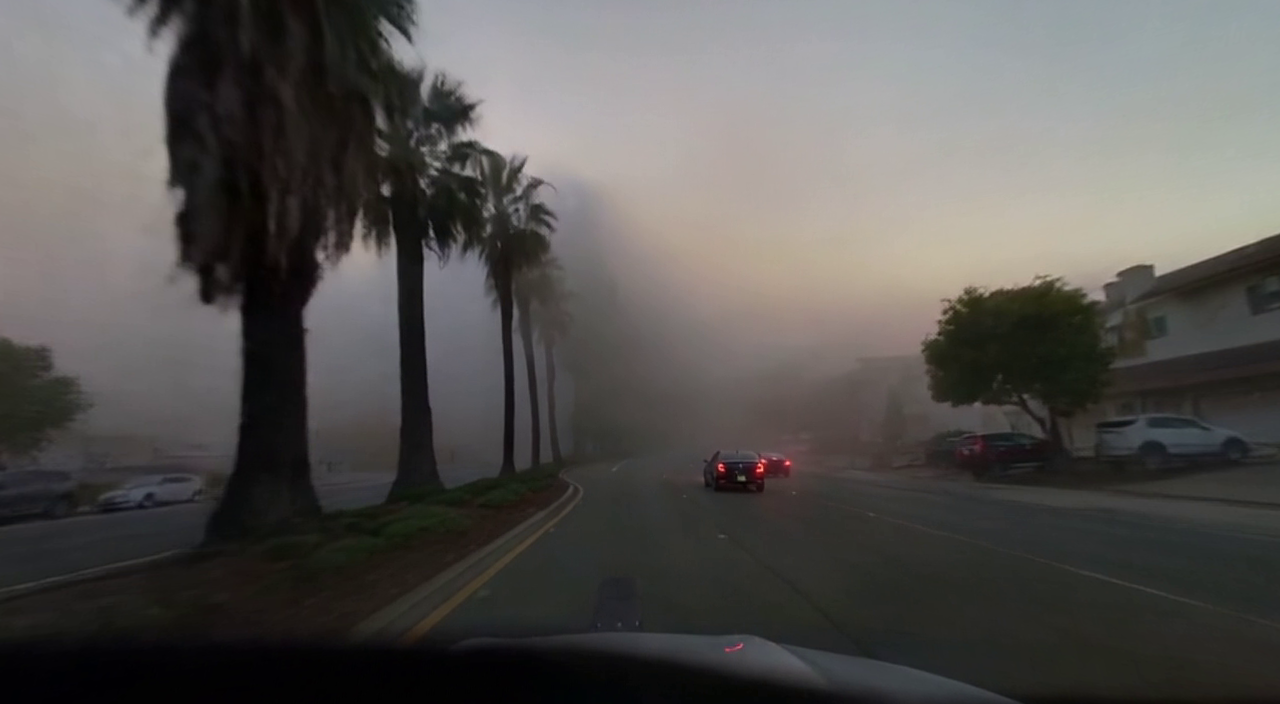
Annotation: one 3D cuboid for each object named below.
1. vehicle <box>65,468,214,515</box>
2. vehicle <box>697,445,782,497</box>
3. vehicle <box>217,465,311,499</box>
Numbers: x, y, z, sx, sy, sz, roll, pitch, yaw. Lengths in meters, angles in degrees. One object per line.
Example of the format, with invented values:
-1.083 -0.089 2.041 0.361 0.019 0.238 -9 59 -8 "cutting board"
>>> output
-19.141 5.344 24.547 1.836 1.476 4.950 0 -9 -1 "vehicle"
3.088 3.819 20.640 1.989 1.492 4.689 0 -9 0 "vehicle"
-19.167 6.600 32.466 1.897 1.482 4.707 0 -9 0 "vehicle"
